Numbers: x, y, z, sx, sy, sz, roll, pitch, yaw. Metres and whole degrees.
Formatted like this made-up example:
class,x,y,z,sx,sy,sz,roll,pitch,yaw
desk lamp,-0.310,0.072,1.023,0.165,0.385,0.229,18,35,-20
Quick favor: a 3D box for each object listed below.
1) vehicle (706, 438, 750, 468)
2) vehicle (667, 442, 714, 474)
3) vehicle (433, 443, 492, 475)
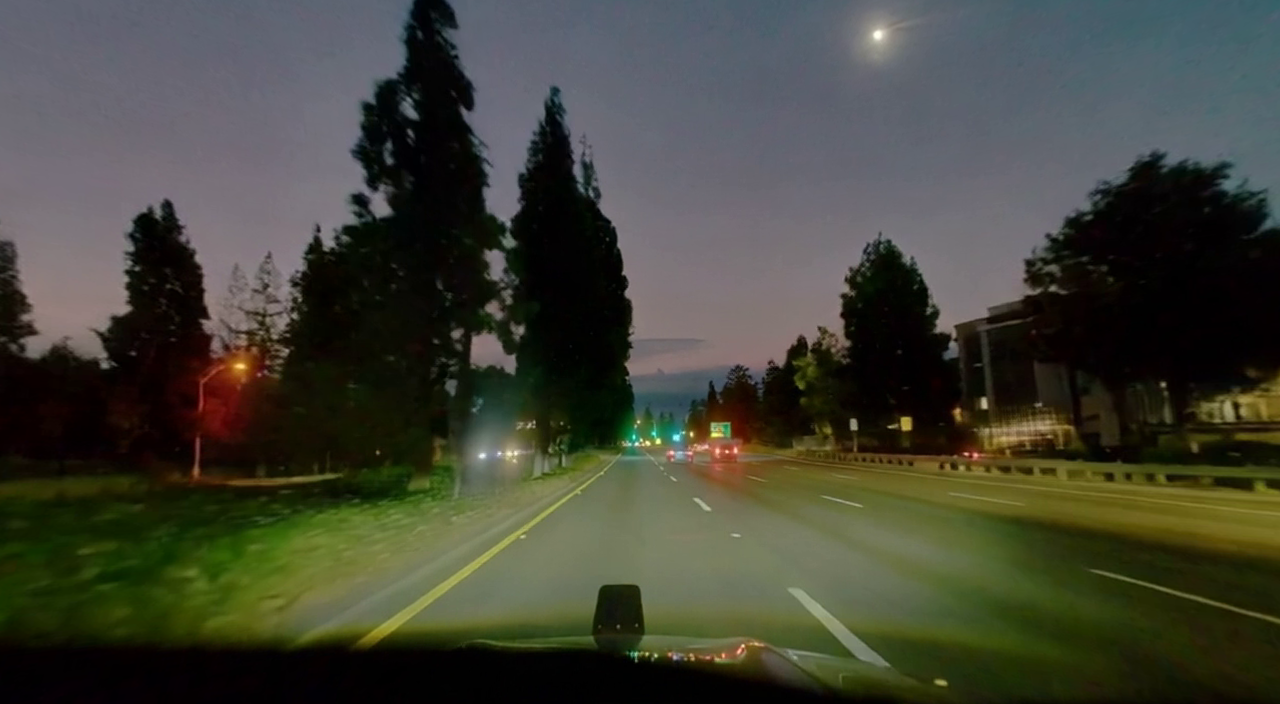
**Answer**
class,x,y,z,sx,sy,sz,roll,pitch,yaw
vehicle,5.552,6.414,40.372,1.946,1.773,4.641,0,-9,-2
vehicle,2.502,5.400,32.405,1.917,1.538,4.259,0,-9,-2
vehicle,-9.351,5.660,33.697,1.843,1.564,4.811,0,-9,-1
